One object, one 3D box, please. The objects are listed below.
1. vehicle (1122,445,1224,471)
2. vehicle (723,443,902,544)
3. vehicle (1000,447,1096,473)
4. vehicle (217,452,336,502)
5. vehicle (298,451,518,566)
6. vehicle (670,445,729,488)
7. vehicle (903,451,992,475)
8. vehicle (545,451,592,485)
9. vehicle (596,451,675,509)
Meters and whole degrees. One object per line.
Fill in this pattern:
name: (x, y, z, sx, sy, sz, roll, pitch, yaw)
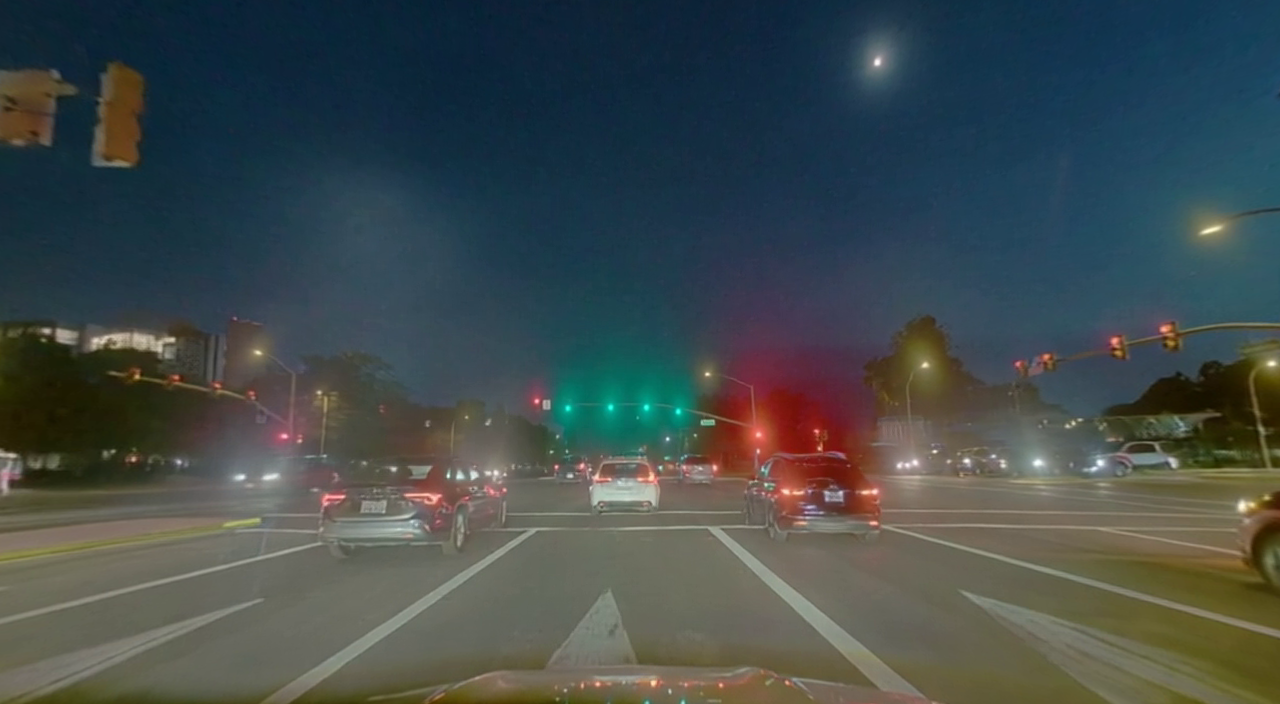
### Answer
vehicle: (31.055, 6.148, 36.896, 4.357, 1.444, 1.783, 0, -8, -2)
vehicle: (3.044, 2.597, 12.480, 1.996, 1.566, 4.917, 0, -8, -2)
vehicle: (23.691, 6.254, 36.747, 4.255, 1.465, 1.936, 0, -9, -3)
vehicle: (-14.533, 4.966, 25.628, 2.126, 1.785, 4.534, 0, -8, 0)
vehicle: (-3.501, 2.419, 10.638, 2.045, 1.463, 4.490, 0, -8, 0)
vehicle: (2.628, 5.179, 29.062, 2.138, 1.778, 4.422, 0, -8, -2)
vehicle: (19.319, 6.985, 39.835, 4.620, 1.446, 1.950, 0, -8, -3)
vehicle: (-3.817, 6.267, 34.449, 2.033, 1.714, 4.278, 0, -8, 0)
vehicle: (-0.170, 3.714, 18.742, 2.098, 1.461, 3.958, 0, -8, -1)
